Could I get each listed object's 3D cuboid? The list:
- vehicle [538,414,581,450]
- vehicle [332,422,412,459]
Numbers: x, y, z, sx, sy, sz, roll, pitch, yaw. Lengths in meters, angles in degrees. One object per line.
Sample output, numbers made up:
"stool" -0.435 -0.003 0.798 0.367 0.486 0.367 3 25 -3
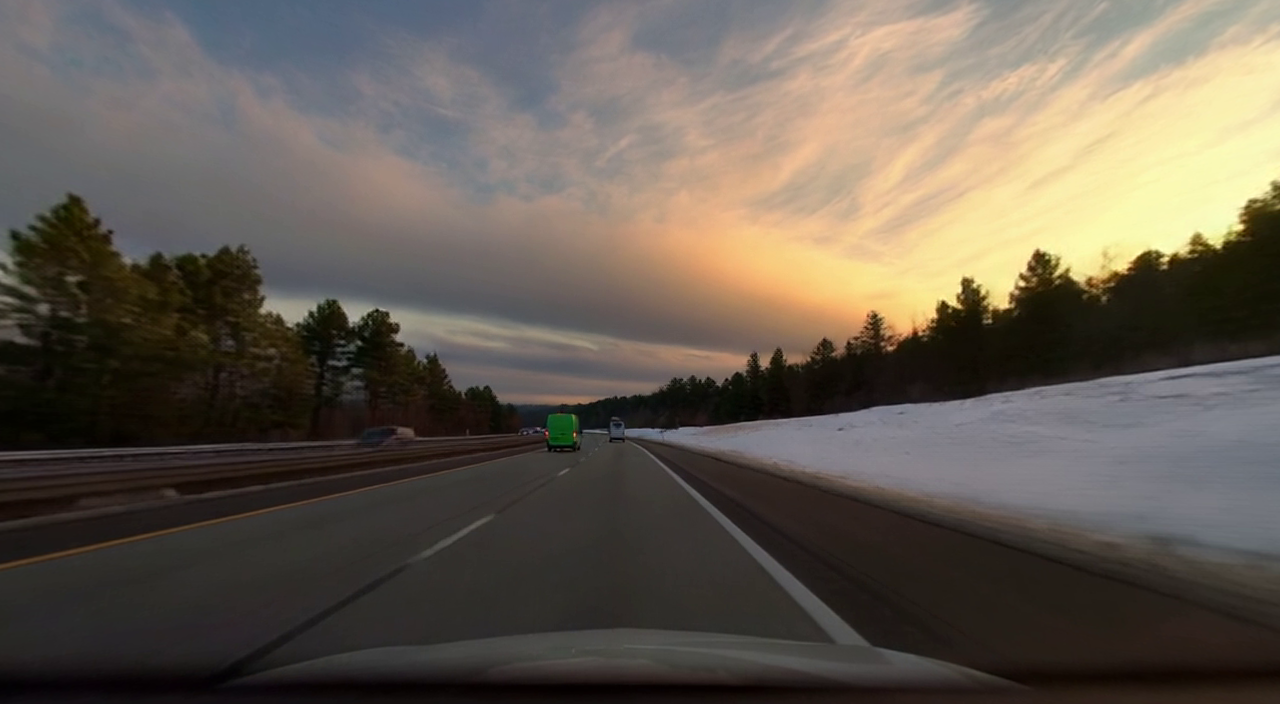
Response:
"vehicle" -5.906 6.013 47.034 2.561 2.509 5.465 0 -8 -1
"vehicle" -12.078 4.005 28.626 1.844 1.533 4.098 0 -8 0
